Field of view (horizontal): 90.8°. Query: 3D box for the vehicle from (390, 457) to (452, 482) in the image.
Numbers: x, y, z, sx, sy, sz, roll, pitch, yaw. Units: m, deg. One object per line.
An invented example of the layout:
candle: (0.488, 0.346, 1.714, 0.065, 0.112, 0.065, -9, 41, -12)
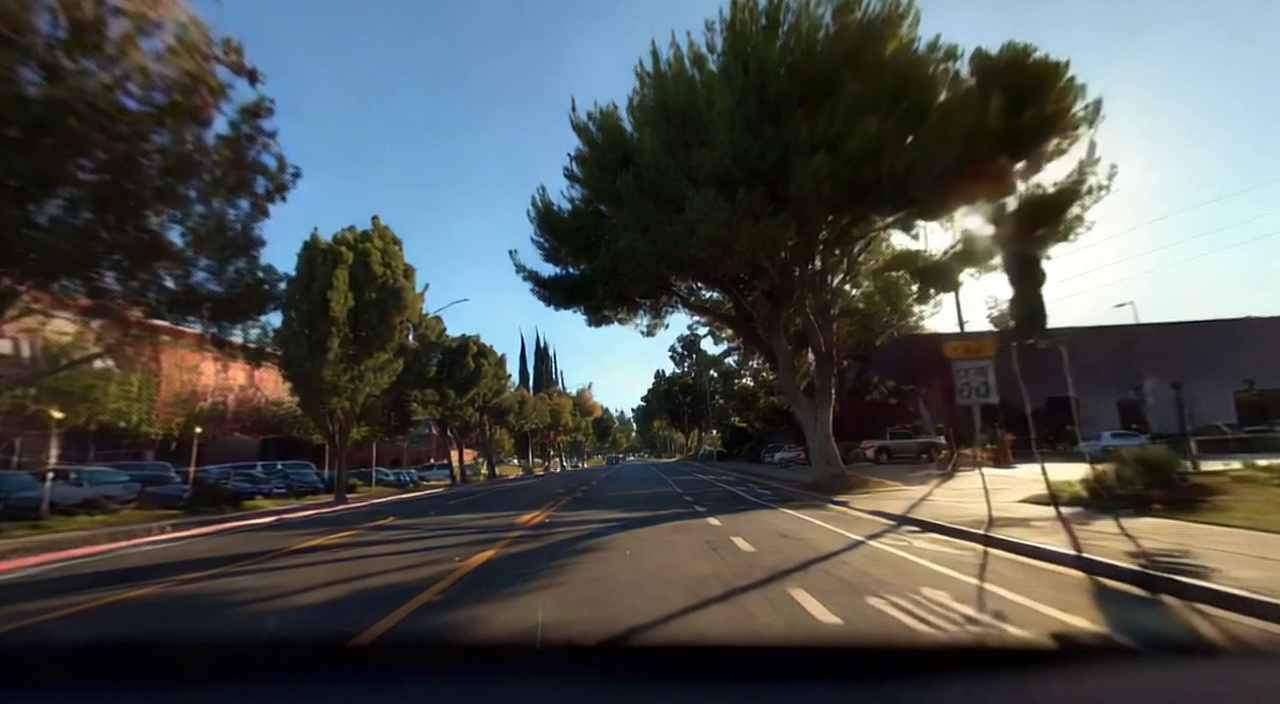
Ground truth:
vehicle: (-16.538, 8.844, 47.641, 4.311, 1.746, 1.984, -5, -10, 30)

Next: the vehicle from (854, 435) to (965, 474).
vehicle: (12.760, 4.865, 30.014, 4.632, 1.701, 1.975, -4, -10, 26)

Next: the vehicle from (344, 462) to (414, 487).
vehicle: (-17.363, 8.072, 41.958, 4.708, 1.472, 1.994, -6, -11, 35)

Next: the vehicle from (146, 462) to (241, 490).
vehicle: (-27.292, 7.579, 38.786, 4.272, 1.613, 1.855, 2, -9, -14)

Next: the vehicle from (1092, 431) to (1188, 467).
vehicle: (23.153, 4.479, 29.223, 4.694, 1.496, 1.845, 5, -10, -31)

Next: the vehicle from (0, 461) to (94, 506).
vehicle: (-26.510, 5.563, 26.854, 4.450, 1.749, 1.925, 3, -9, -18)
